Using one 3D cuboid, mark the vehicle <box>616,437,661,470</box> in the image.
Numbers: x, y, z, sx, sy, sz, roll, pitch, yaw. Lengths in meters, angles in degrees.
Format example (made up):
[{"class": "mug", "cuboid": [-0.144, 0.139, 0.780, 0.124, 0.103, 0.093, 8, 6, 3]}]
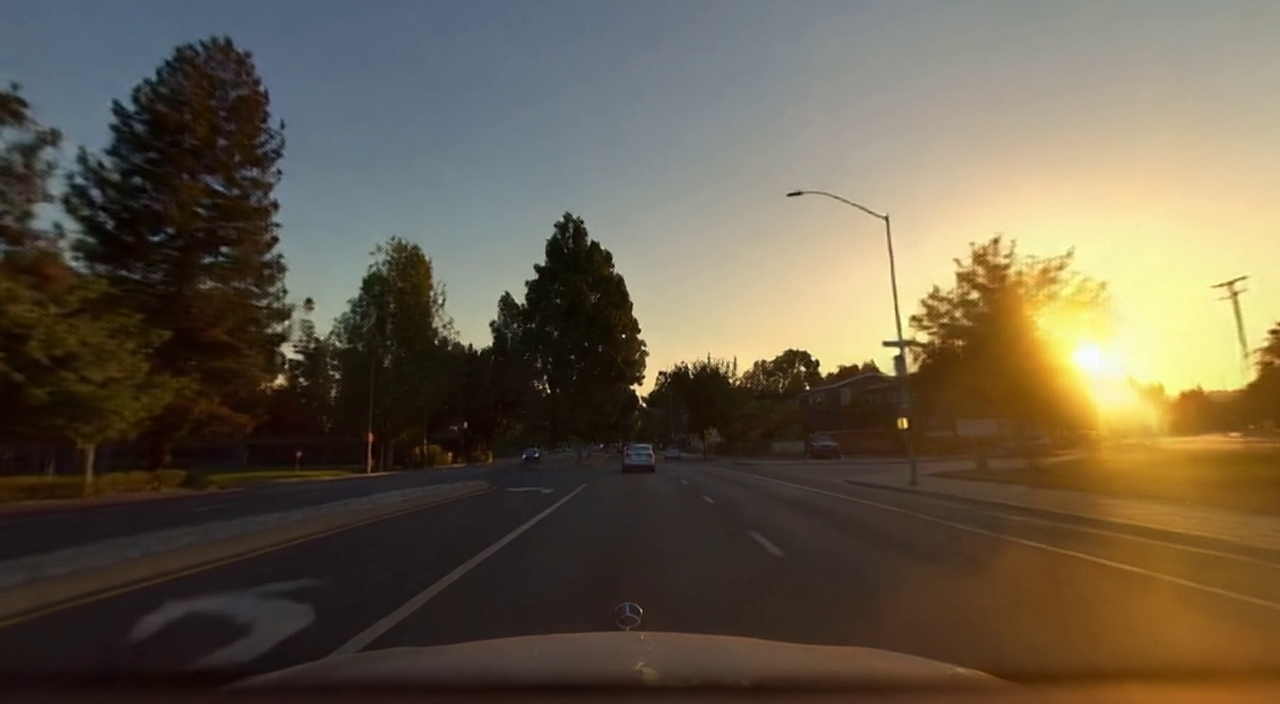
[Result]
[{"class": "vehicle", "cuboid": [-0.161, 5.812, 36.124, 2.165, 1.783, 4.391, 1, -9, -5]}]
